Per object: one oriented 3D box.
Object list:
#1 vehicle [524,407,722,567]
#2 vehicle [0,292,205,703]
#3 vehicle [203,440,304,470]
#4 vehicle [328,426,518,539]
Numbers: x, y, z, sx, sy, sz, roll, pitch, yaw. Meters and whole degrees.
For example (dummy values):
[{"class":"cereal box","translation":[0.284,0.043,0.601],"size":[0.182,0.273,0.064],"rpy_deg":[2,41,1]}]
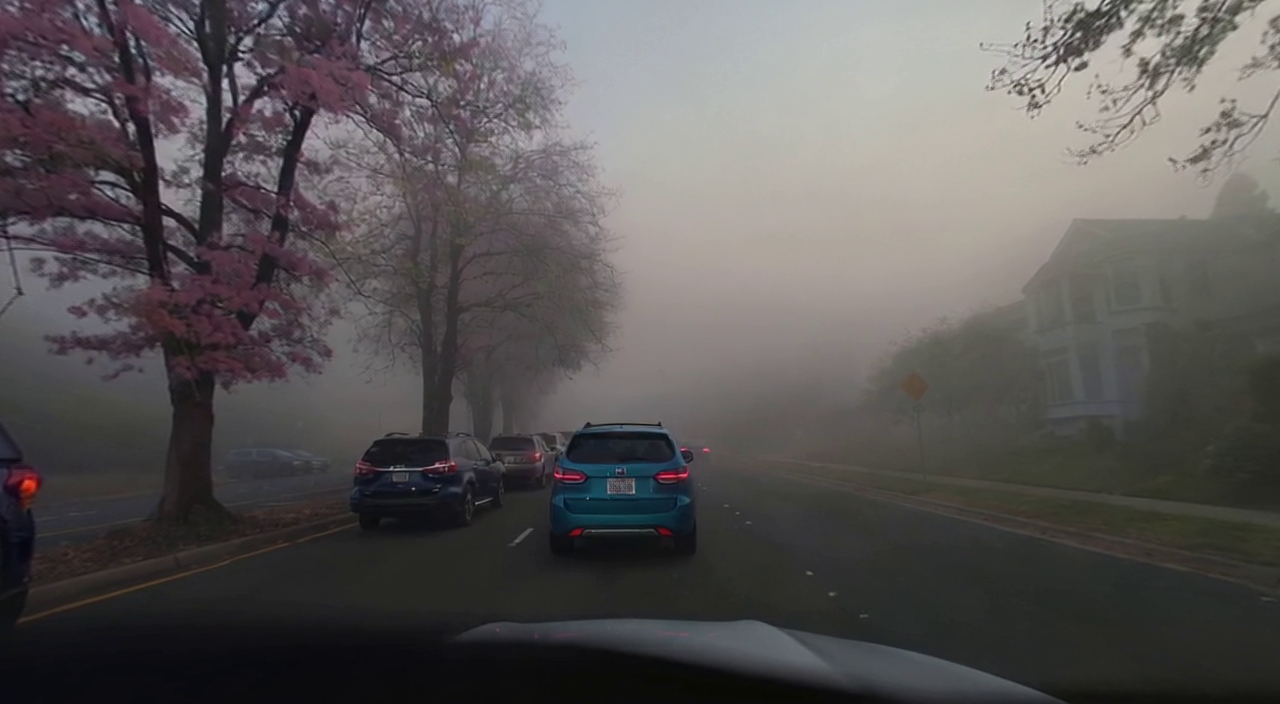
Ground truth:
[{"class":"vehicle","translation":[-0.191,1.747,8.878],"size":[2.112,1.693,4.058],"rpy_deg":[0,-8,0]},{"class":"vehicle","translation":[-3.532,0.545,0.952],"size":[2.304,1.928,4.833],"rpy_deg":[0,-8,-1]},{"class":"vehicle","translation":[-28.497,7.591,46.835],"size":[5.856,2.096,2.481],"rpy_deg":[3,-9,-18]},{"class":"vehicle","translation":[-3.658,2.269,11.643],"size":[1.948,1.668,4.279],"rpy_deg":[0,-8,0]}]
